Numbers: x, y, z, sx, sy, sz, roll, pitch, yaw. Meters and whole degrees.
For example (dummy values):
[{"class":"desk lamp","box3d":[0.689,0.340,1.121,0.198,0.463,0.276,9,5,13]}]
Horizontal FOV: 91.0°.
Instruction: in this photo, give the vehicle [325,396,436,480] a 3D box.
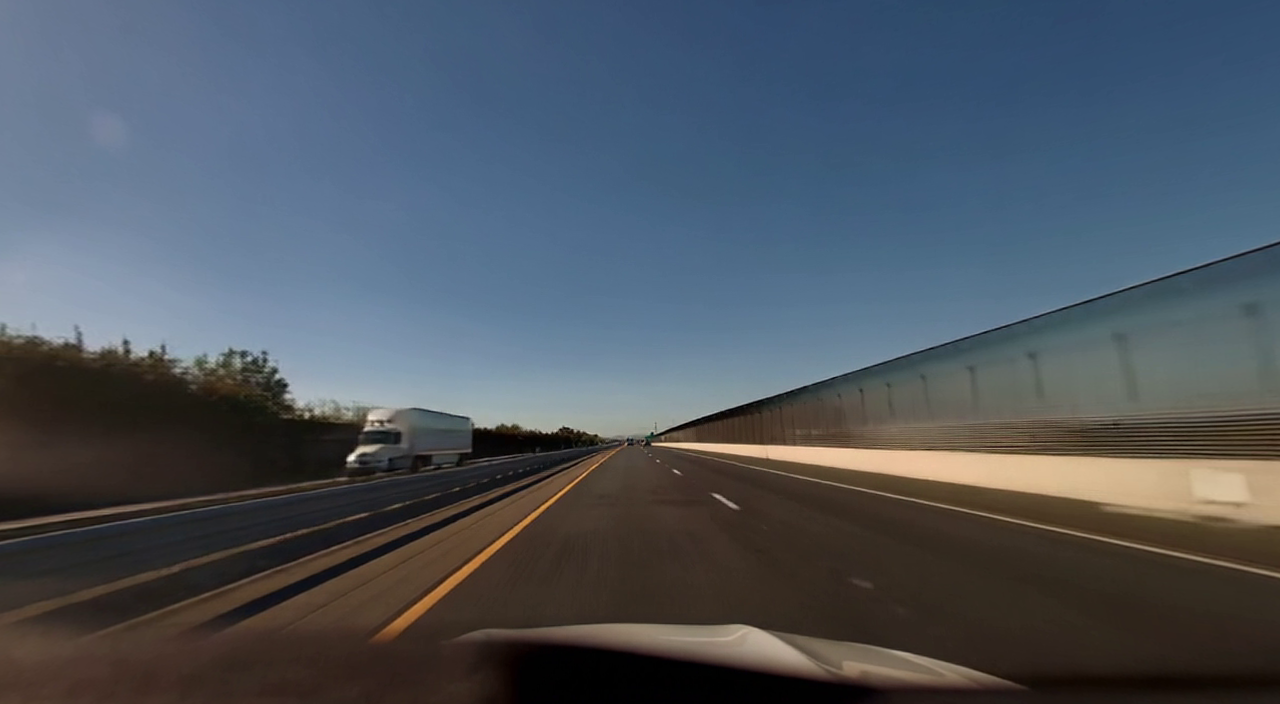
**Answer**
[{"class":"vehicle","box3d":[-13.692,4.623,33.945,3.370,4.028,6.280,0,-8,-2]}]
